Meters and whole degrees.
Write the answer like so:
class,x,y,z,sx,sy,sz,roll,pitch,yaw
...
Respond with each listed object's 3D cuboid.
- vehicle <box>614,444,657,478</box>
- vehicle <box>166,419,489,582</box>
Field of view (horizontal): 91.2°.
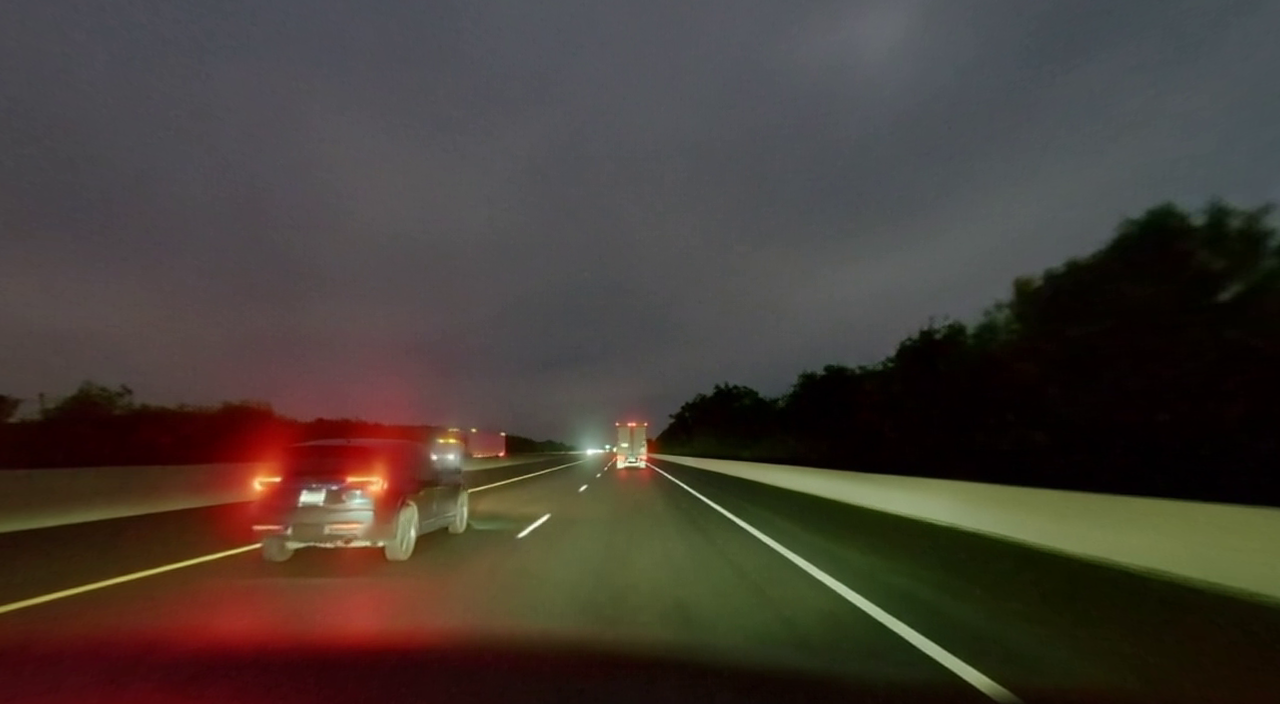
class,x,y,z,sx,sy,sz,roll,pitch,yaw
vehicle,-0.260,5.962,34.479,2.230,1.715,4.243,0,-9,-1
vehicle,-3.781,1.890,8.845,2.181,1.653,4.691,0,-9,-1
